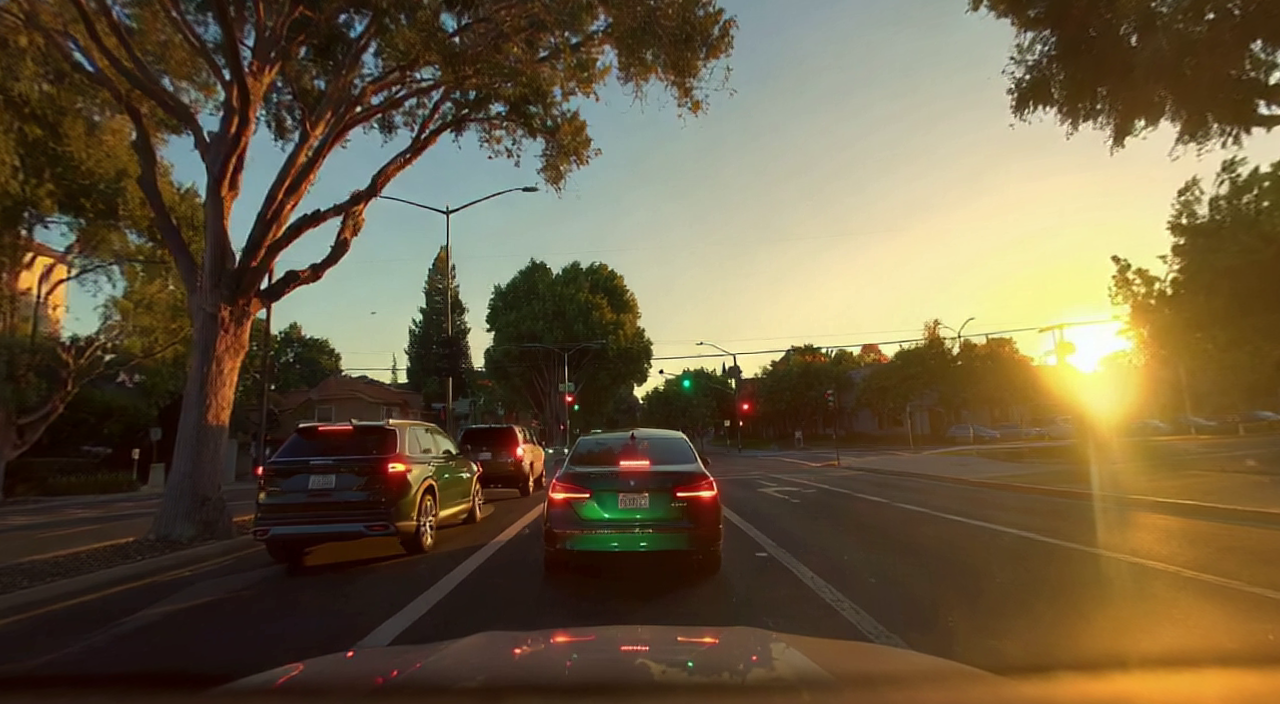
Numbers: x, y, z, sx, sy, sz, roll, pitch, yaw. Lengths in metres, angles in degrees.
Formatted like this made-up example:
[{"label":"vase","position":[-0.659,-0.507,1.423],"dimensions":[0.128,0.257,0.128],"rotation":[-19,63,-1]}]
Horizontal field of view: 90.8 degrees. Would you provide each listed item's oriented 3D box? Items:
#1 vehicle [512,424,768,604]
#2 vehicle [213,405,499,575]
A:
[{"label":"vehicle","position":[-0.057,1.644,7.316],"dimensions":[2.126,1.475,3.967],"rotation":[0,-8,-2]},{"label":"vehicle","position":[-3.428,1.745,8.749],"dimensions":[2.046,1.751,4.208],"rotation":[0,-8,-1]}]
